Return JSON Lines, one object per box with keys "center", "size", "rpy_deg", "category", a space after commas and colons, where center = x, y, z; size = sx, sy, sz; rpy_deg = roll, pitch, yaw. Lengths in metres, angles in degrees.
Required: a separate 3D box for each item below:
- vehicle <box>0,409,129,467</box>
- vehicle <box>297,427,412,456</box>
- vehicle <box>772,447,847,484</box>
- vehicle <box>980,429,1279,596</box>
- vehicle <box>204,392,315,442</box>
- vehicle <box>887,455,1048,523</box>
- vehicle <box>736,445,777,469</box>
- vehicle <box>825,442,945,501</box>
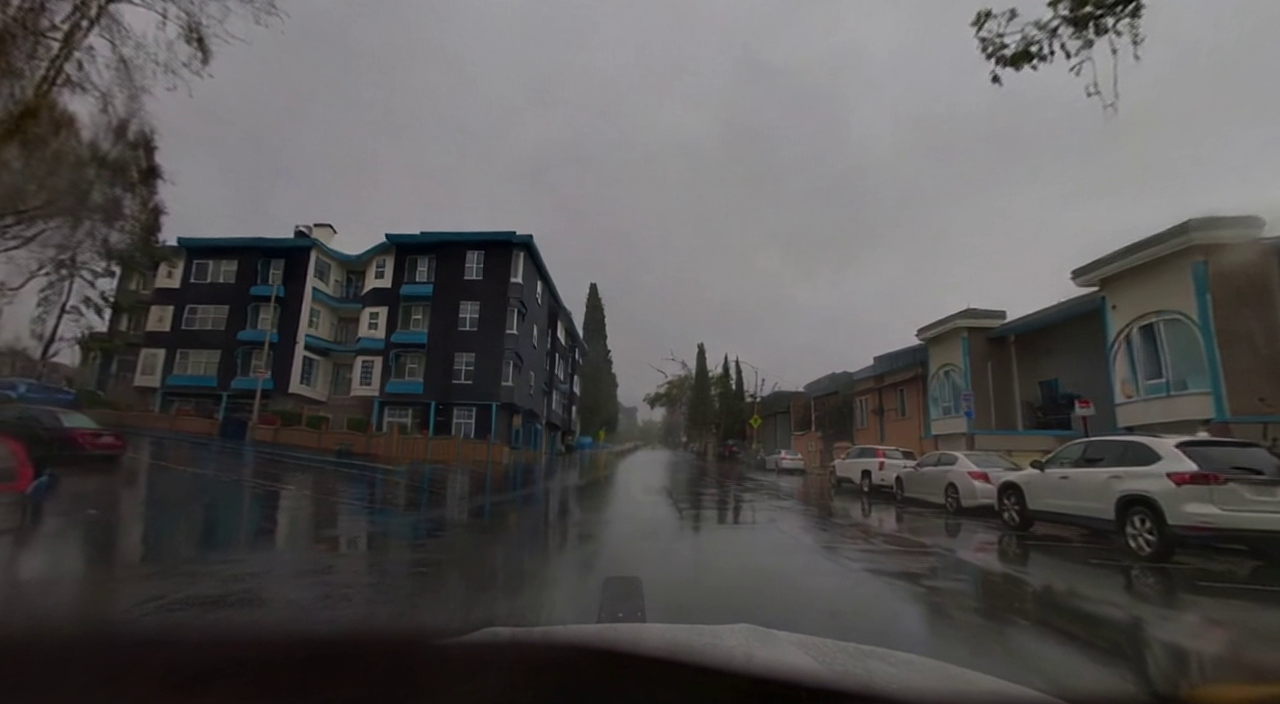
{"center": [-16.512, 2.468, 17.980], "size": [4.175, 1.436, 2.017], "rpy_deg": [-7, -11, 37], "category": "vehicle"}
{"center": [-13.577, 4.300, 30.314], "size": [4.603, 1.335, 1.889], "rpy_deg": [1, -9, -8], "category": "vehicle"}
{"center": [7.885, 5.298, 29.881], "size": [2.122, 1.554, 4.777], "rpy_deg": [0, -8, -1], "category": "vehicle"}
{"center": [7.510, 2.118, 9.448], "size": [2.181, 1.792, 5.066], "rpy_deg": [0, -8, 2], "category": "vehicle"}
{"center": [-18.700, 3.208, 31.082], "size": [4.598, 1.645, 2.019], "rpy_deg": [8, -5, 20], "category": "vehicle"}
{"center": [7.823, 3.271, 15.613], "size": [1.900, 1.368, 4.176], "rpy_deg": [-1, -8, 3], "category": "vehicle"}
{"center": [7.751, 7.021, 42.344], "size": [1.901, 1.495, 4.340], "rpy_deg": [0, -8, 0], "category": "vehicle"}
{"center": [7.933, 3.873, 21.062], "size": [1.917, 1.704, 4.840], "rpy_deg": [0, -8, -2], "category": "vehicle"}
